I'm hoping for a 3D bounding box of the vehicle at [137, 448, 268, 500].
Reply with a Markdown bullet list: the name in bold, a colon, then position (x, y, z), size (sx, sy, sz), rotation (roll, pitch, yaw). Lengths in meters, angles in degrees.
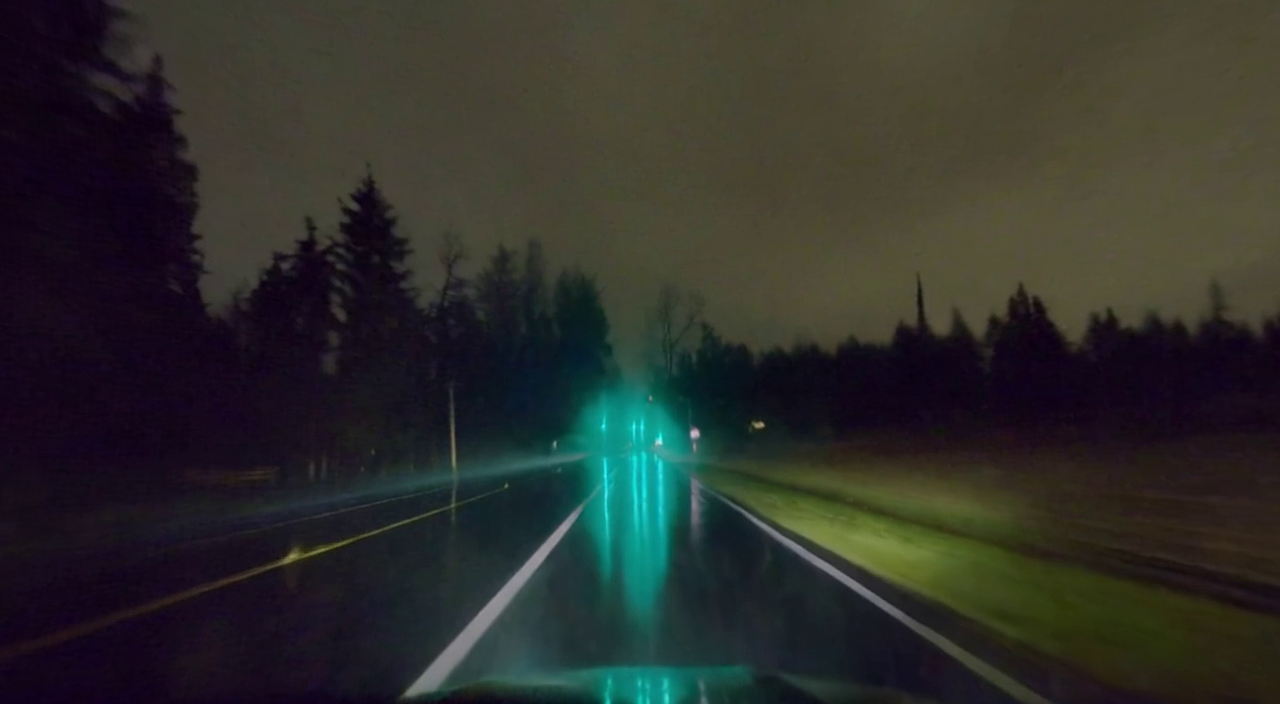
- **vehicle**: position (-20.561, 5.709, 29.822), size (4.655, 1.832, 2.227), rotation (-6, -7, 2)
